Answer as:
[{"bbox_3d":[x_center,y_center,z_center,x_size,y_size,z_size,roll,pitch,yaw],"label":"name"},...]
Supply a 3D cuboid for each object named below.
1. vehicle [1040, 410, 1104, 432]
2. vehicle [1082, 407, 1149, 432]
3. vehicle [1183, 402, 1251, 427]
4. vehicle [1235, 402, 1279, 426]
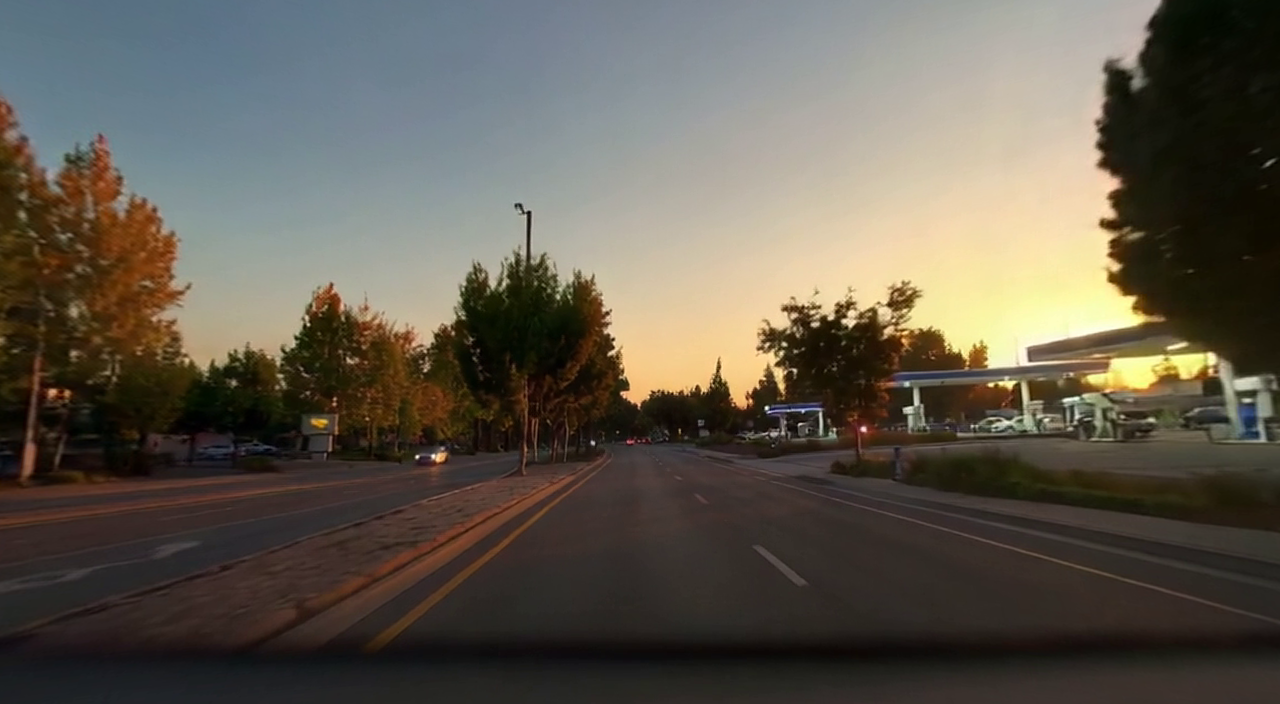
[{"bbox_3d":[30.844,4.934,45.116,3.747,1.423,1.776,1,-10,-21],"label":"vehicle"},{"bbox_3d":[32.155,4.578,42.707,3.905,1.420,1.692,0,-9,-23],"label":"vehicle"},{"bbox_3d":[43.986,4.813,48.134,4.497,1.696,1.939,4,-9,-23],"label":"vehicle"},{"bbox_3d":[45.097,4.473,45.408,4.188,1.566,1.854,4,-9,-25],"label":"vehicle"}]
